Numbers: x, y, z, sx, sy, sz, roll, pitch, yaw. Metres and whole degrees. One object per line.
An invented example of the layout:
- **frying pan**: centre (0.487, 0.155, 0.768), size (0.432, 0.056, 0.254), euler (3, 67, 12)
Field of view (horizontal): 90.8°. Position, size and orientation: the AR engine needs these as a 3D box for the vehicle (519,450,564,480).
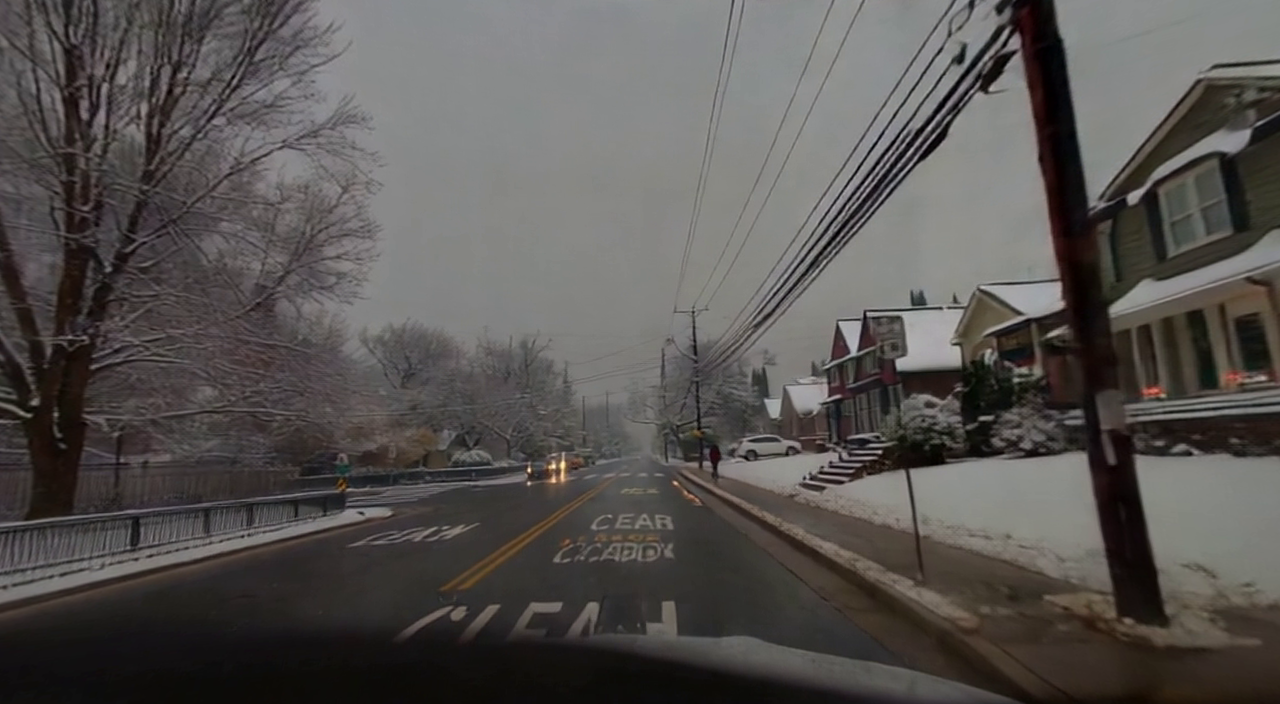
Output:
- **vehicle**: centre (-6.439, 7.429, 41.886), size (2.203, 1.787, 4.704), euler (0, -8, 1)
